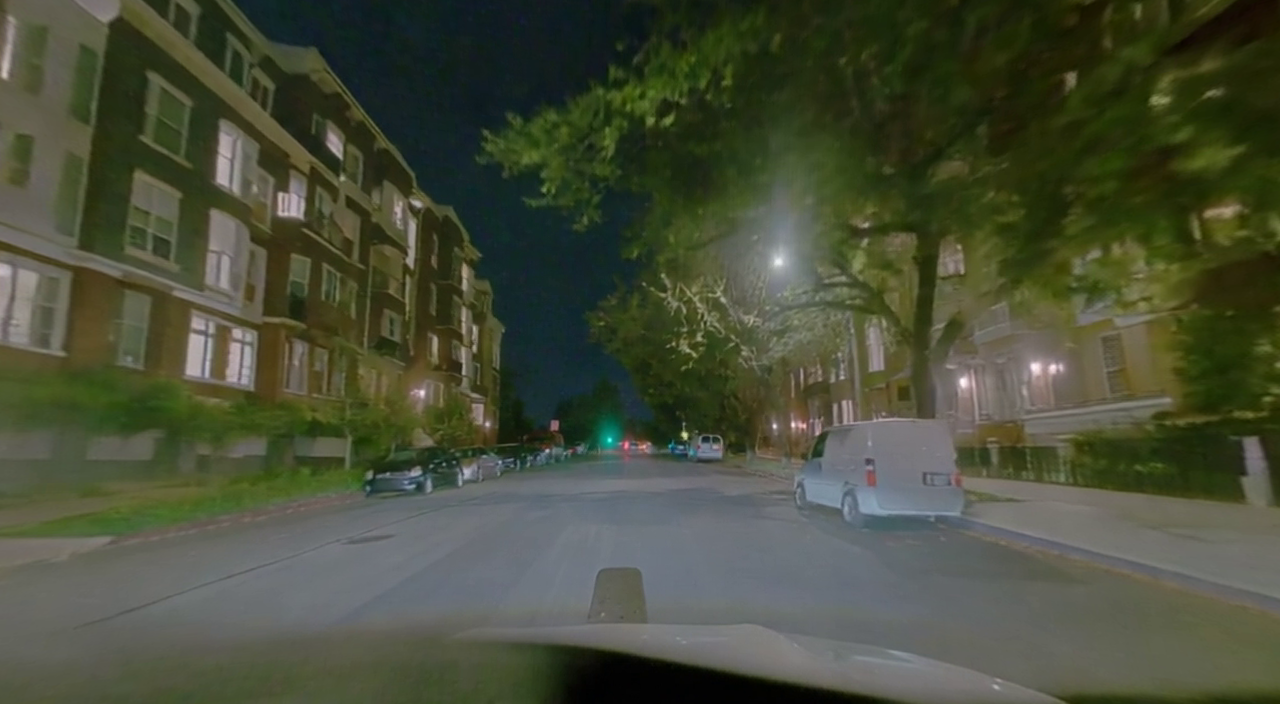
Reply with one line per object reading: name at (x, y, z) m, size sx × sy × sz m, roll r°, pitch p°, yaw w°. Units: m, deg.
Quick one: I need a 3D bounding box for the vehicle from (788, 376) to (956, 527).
vehicle at (4.131, 1.819, 11.652) m, size 2.158 × 2.478 × 2.078 m, roll -1°, pitch -9°, yaw -1°

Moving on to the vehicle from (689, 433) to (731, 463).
vehicle at (4.719, 6.585, 43.335) m, size 2.216 × 1.955 × 4.970 m, roll 0°, pitch -8°, yaw -1°

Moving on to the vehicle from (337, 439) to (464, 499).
vehicle at (-6.889, 3.437, 18.753) m, size 2.003 × 1.501 × 4.779 m, roll -1°, pitch -9°, yaw -1°

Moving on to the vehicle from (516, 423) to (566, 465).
vehicle at (-6.726, 6.416, 43.489) m, size 2.341 × 2.674 × 5.753 m, roll -1°, pitch -10°, yaw 1°

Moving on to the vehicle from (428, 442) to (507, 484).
vehicle at (-6.692, 4.341, 24.946) m, size 1.845 × 1.475 × 4.495 m, roll -1°, pitch -9°, yaw 0°
